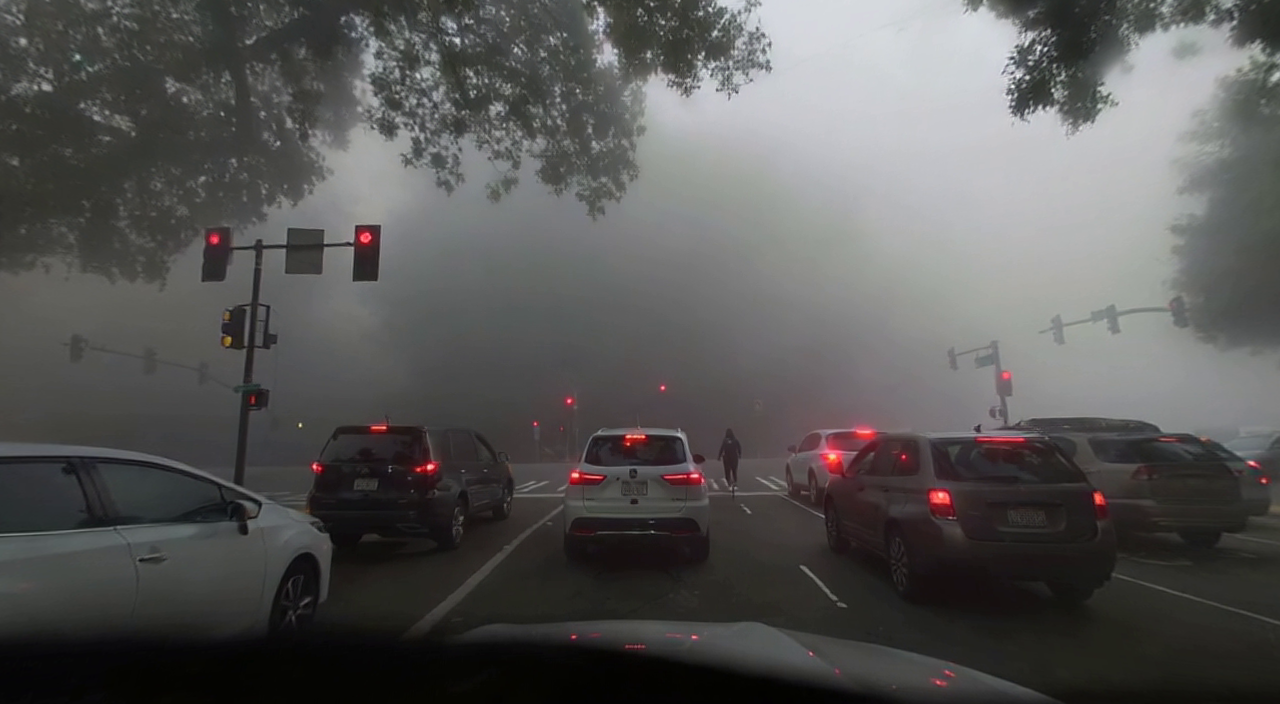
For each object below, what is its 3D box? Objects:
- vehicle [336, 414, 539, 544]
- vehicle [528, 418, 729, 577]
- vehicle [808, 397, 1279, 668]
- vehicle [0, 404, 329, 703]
[{"bbox_3d":[-3.207,2.117,11.163,2.048,1.805,4.405,0,-8,1],"label":"vehicle"},{"bbox_3d":[-0.089,1.804,8.557,2.106,1.655,3.717,0,-8,1],"label":"vehicle"},{"bbox_3d":[3.249,1.443,6.198,2.006,1.659,4.462,0,-8,1],"label":"vehicle"},{"bbox_3d":[-3.340,0.950,2.372,1.863,1.495,4.667,0,-8,2],"label":"vehicle"}]
